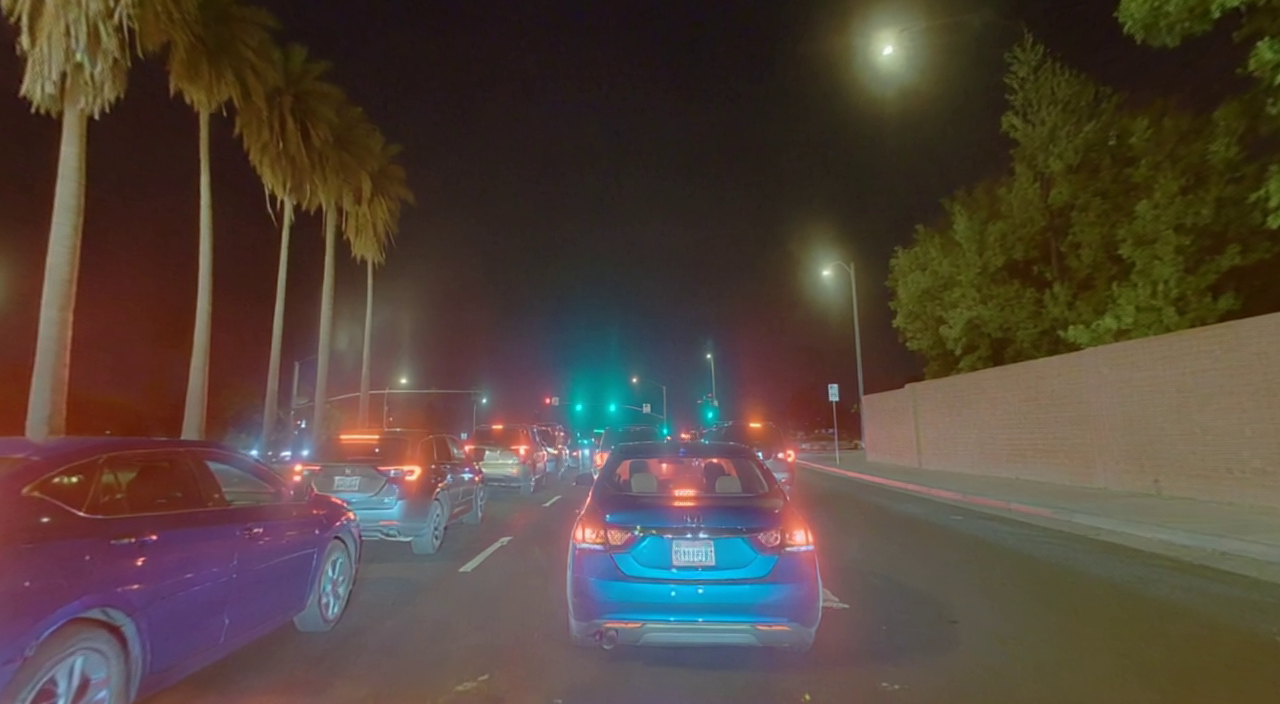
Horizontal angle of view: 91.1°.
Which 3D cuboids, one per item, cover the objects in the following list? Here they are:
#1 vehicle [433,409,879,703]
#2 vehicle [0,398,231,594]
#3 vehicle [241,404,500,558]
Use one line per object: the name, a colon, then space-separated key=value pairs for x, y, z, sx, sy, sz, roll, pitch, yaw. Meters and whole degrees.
vehicle: x=0.038 y=1.334 z=5.205 sx=2.128 sy=1.473 sz=4.272 roll=0 pitch=-8 yaw=-1
vehicle: x=-6.672 y=1.400 z=6.393 sx=1.963 sy=1.721 sz=4.662 roll=0 pitch=-8 yaw=-2
vehicle: x=-3.534 y=1.776 z=9.289 sx=2.055 sy=1.746 sz=4.136 roll=0 pitch=-8 yaw=-1
